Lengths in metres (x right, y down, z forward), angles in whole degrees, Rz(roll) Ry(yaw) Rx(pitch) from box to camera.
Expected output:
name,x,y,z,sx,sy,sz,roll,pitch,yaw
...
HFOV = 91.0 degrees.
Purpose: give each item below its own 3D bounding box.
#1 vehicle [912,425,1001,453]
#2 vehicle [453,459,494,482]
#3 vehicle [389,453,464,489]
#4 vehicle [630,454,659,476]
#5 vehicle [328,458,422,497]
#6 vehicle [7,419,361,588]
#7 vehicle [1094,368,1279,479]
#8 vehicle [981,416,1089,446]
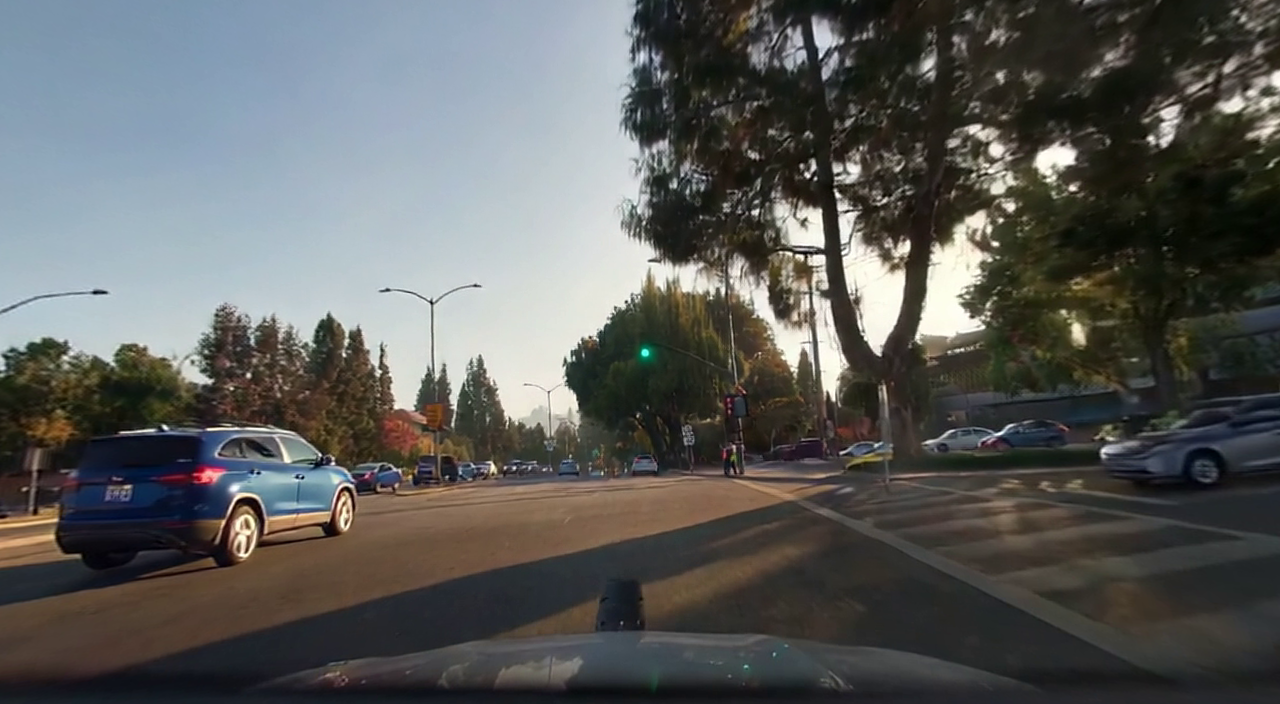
name,x,y,z,sx,sy,sz,roll,pitch,yaw
vehicle,18.976,5.206,37.999,1.947,1.477,4.661,5,-8,-21
vehicle,-11.975,8.533,45.539,1.871,1.539,3.929,0,-8,0
vehicle,-12.129,6.757,36.252,2.167,1.799,5.682,0,-8,1
vehicle,0.330,8.388,47.115,2.091,1.494,3.962,0,-8,0
vehicle,-11.479,5.491,27.666,2.149,1.527,4.691,0,-11,-1
vehicle,-6.176,2.041,9.398,2.027,1.908,4.273,0,-8,0
vehicle,12.129,1.312,11.911,5.357,1.845,2.151,-2,-8,-1
vehicle,20.991,4.272,33.662,1.876,1.465,4.500,4,-9,-26
